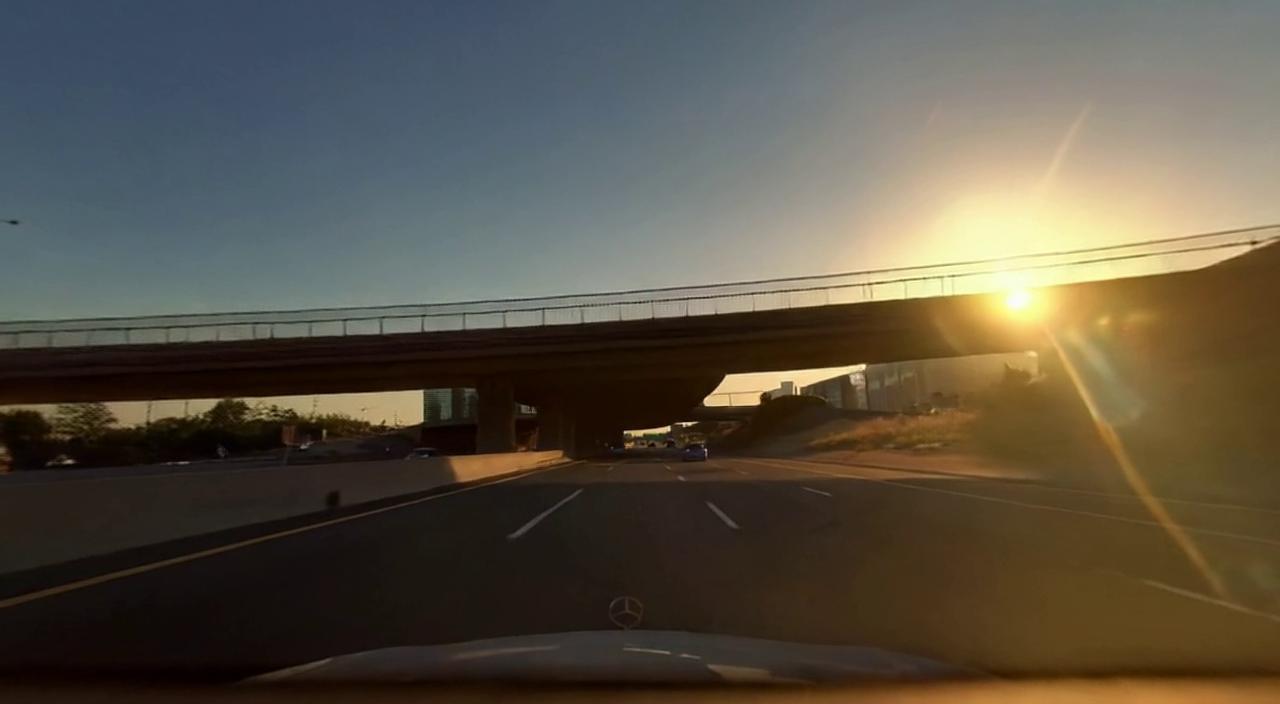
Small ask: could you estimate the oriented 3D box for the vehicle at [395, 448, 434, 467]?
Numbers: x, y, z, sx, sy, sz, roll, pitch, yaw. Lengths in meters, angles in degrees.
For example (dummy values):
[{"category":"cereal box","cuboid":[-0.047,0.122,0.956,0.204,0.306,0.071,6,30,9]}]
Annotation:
[{"category":"vehicle","cuboid":[-17.653,8.244,49.468,1.652,1.388,3.530,-1,-9,2]}]
